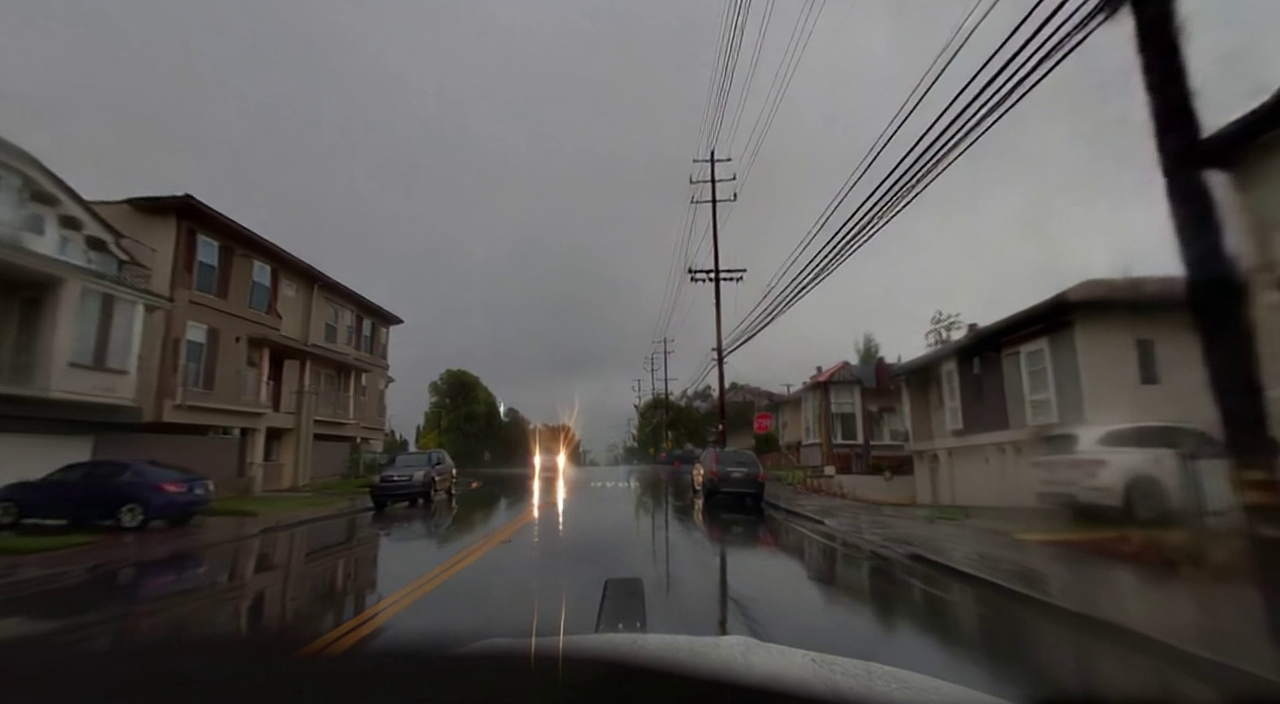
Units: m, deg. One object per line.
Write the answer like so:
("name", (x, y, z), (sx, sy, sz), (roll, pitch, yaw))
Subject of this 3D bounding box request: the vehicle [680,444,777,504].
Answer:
("vehicle", (2.397, 3.469, 18.398), (2.080, 1.531, 4.415), (0, -9, -1))

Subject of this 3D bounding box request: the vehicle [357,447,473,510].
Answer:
("vehicle", (-7.256, 4.082, 20.991), (2.156, 1.728, 4.619), (-2, -8, 0))

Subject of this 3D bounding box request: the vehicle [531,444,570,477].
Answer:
("vehicle", (-5.687, 6.818, 39.988), (2.277, 1.970, 4.512), (1, -9, -8))

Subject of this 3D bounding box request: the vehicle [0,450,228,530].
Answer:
("vehicle", (-12.330, 3.099, 14.506), (4.266, 1.674, 1.933), (0, -9, -2))
